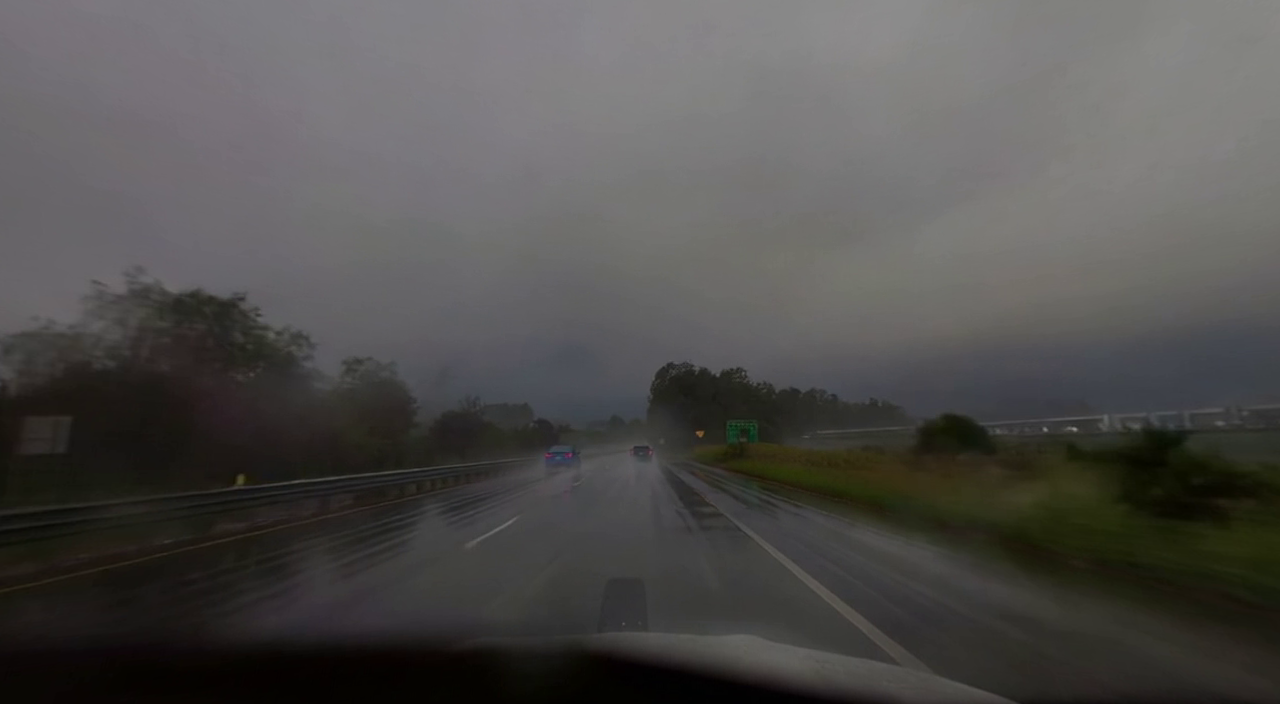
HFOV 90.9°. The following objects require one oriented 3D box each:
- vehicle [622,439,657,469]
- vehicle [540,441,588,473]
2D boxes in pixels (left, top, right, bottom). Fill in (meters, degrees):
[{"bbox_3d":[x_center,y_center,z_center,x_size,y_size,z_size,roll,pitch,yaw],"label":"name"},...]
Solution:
[{"bbox_3d":[-0.035,6.514,40.252,2.126,1.786,3.958,0,-9,0],"label":"vehicle"},{"bbox_3d":[-4.200,5.888,35.406,2.113,1.656,4.215,0,-9,0],"label":"vehicle"}]
